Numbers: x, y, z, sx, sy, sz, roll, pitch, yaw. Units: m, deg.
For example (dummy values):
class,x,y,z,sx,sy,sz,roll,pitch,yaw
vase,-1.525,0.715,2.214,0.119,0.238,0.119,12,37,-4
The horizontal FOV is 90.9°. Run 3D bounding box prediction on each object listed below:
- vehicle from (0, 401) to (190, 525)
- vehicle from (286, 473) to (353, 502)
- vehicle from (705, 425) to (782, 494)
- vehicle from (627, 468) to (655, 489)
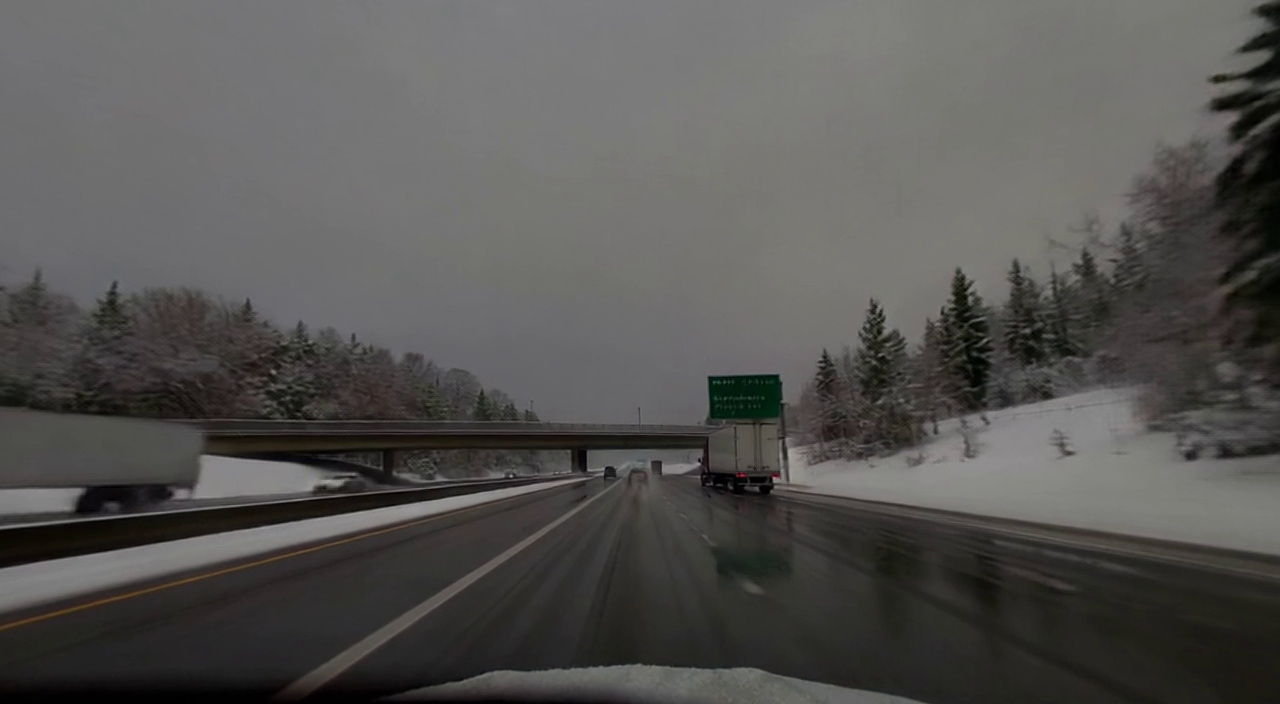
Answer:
class,x,y,z,sx,sy,sz,roll,pitch,yaw
vehicle,-22.529,3.914,22.157,2.860,4.023,14.291,1,-11,0
vehicle,-18.140,7.695,35.892,1.725,1.482,3.913,1,-10,0
vehicle,6.929,7.716,44.852,2.926,4.073,13.836,1,-10,-1
vehicle,0.046,9.262,46.291,2.029,1.459,3.684,1,-10,-1
